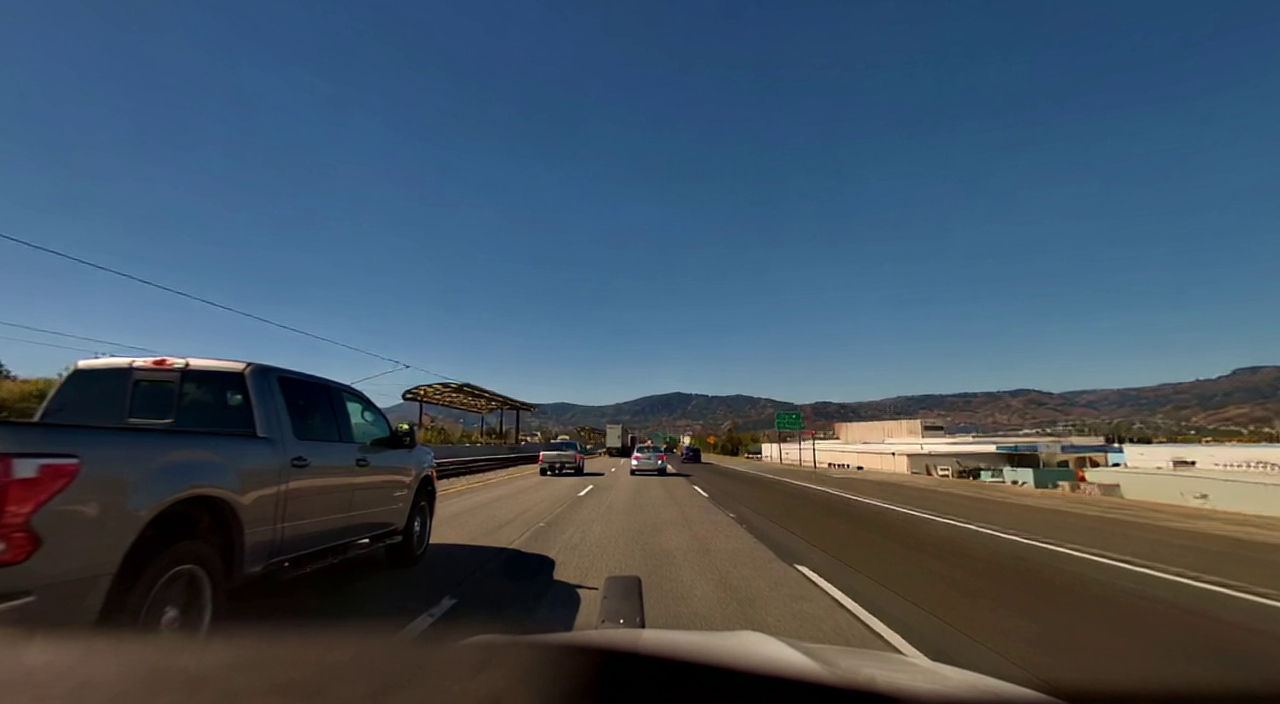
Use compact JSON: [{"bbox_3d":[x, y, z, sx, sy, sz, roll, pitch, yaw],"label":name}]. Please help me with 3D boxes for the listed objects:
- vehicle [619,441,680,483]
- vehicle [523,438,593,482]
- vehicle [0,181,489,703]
[{"bbox_3d":[0.328,4.242,24.561,2.171,1.493,4.081,0,-9,0],"label":"vehicle"},{"bbox_3d":[-3.225,4.376,25.794,2.151,1.613,4.786,0,-8,1],"label":"vehicle"},{"bbox_3d":[-3.581,0.985,5.393,2.733,2.230,6.820,0,-8,1],"label":"vehicle"}]
